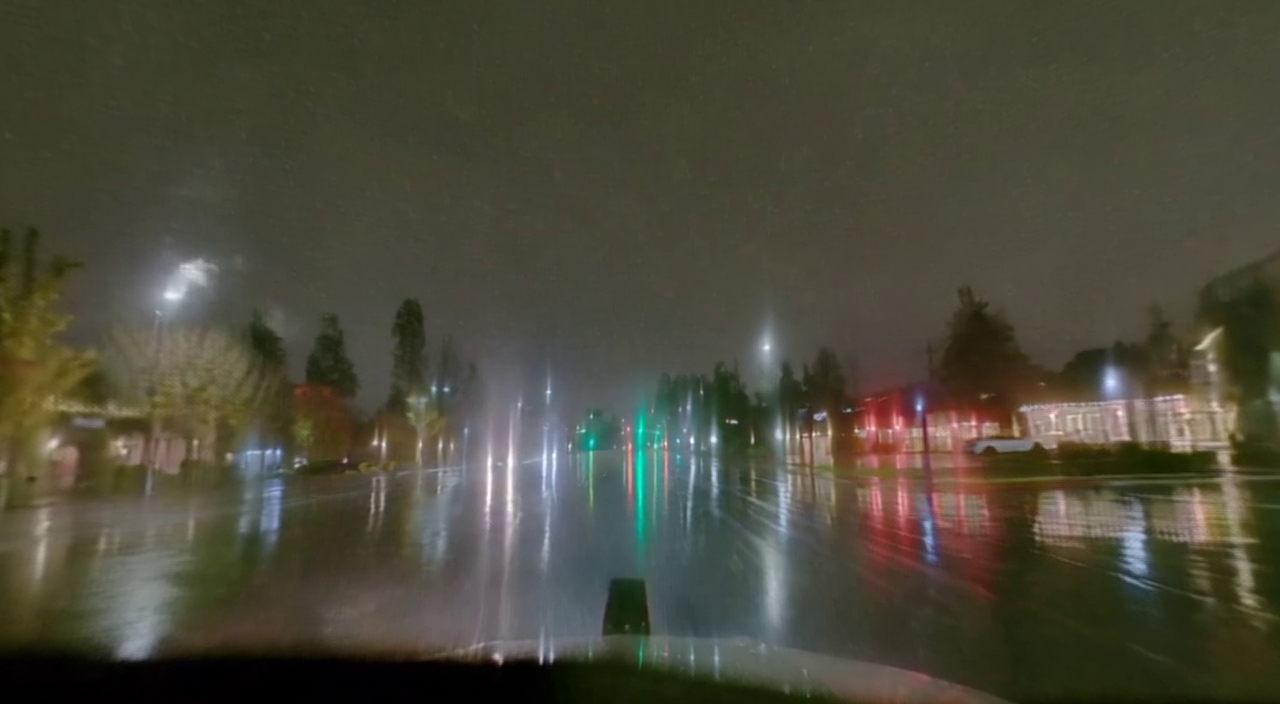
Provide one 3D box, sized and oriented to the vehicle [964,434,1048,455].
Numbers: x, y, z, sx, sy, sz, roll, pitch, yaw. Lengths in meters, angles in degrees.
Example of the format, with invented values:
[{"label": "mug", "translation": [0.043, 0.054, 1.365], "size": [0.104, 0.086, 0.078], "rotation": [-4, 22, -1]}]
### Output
[{"label": "vehicle", "translation": [25.960, 6.607, 44.867], "size": [4.942, 1.435, 1.987], "rotation": [-5, -9, 28]}]
